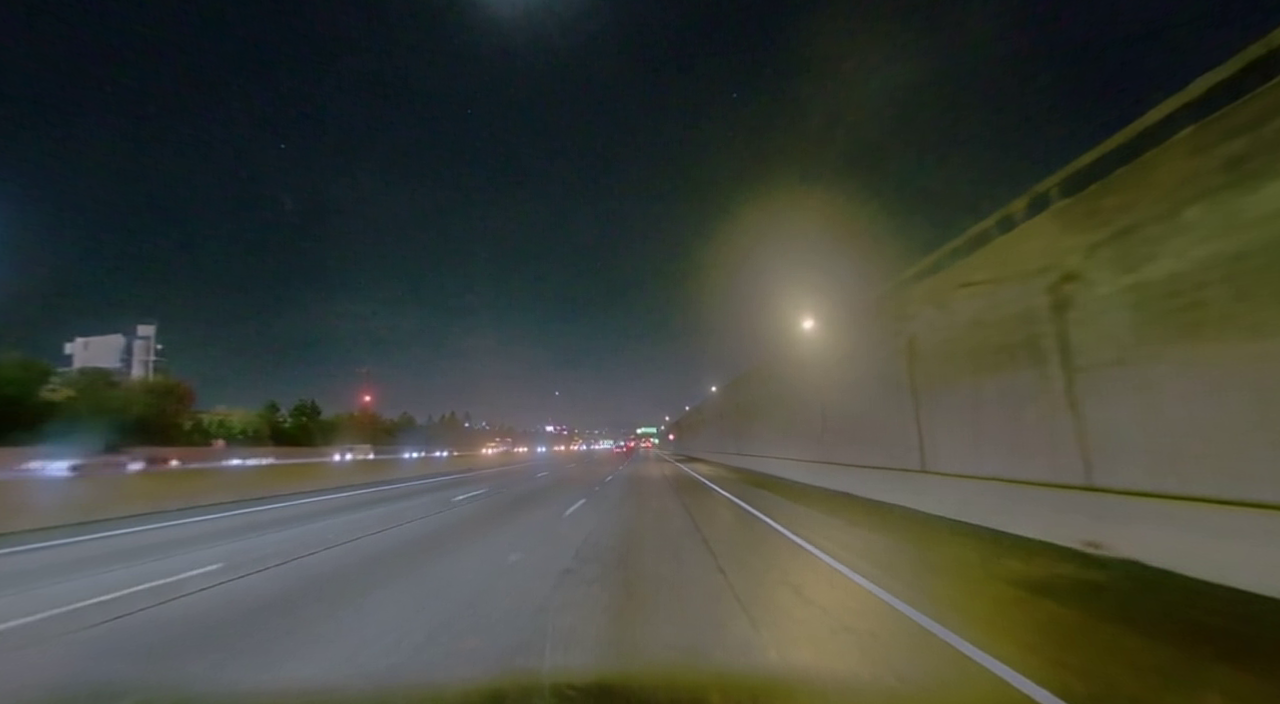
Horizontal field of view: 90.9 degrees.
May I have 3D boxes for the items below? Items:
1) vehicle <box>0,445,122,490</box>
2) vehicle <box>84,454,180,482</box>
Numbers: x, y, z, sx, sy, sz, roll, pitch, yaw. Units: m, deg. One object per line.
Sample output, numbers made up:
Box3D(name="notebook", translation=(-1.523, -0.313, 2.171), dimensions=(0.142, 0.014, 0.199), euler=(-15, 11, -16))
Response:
Box3D(name="vehicle", translation=(-27.708, 5.343, 29.688), dimensions=(2.132, 1.908, 5.131), euler=(-1, -8, 1))
Box3D(name="vehicle", translation=(-31.603, 7.193, 39.474), dimensions=(1.866, 1.495, 4.906), euler=(0, -8, 1))
